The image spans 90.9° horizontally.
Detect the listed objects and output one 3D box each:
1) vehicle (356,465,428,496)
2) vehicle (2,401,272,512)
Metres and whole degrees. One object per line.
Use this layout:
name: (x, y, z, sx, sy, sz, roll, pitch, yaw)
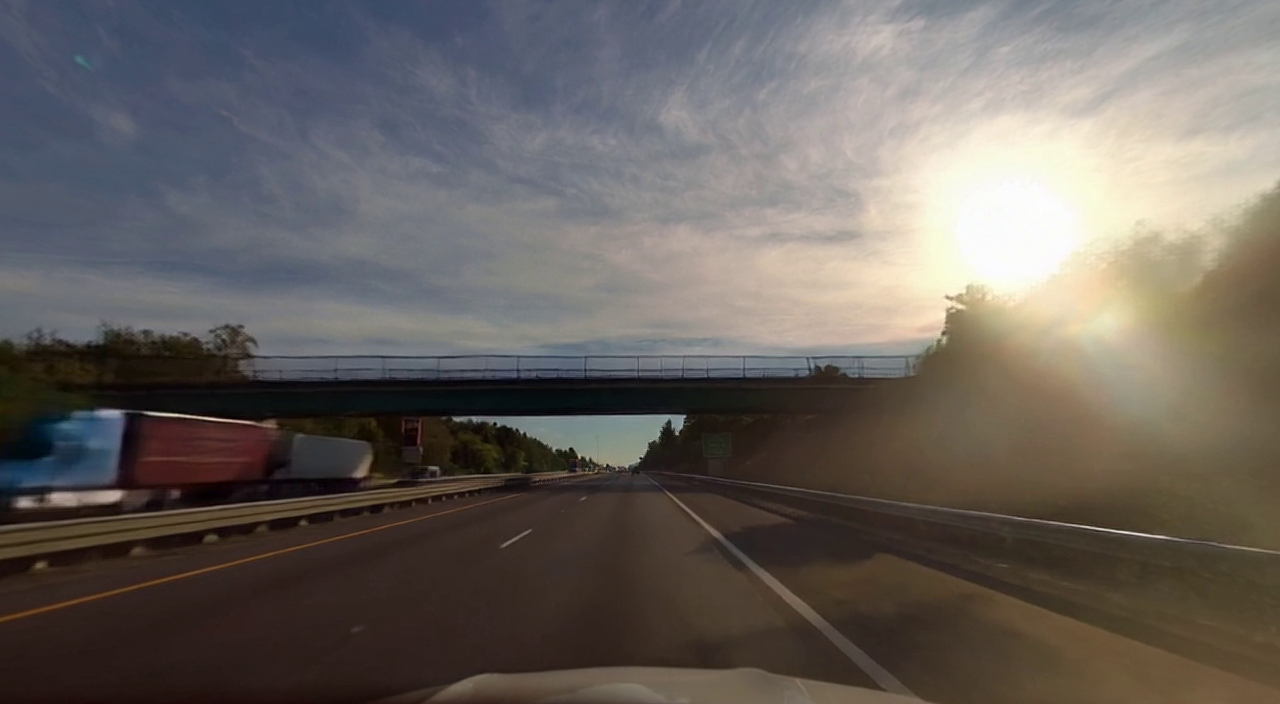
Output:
vehicle: (-12.370, 6.419, 31.730, 1.957, 1.404, 3.956, 1, -10, 1)
vehicle: (-16.685, 3.677, 21.944, 2.913, 3.149, 7.507, 1, -10, 1)
